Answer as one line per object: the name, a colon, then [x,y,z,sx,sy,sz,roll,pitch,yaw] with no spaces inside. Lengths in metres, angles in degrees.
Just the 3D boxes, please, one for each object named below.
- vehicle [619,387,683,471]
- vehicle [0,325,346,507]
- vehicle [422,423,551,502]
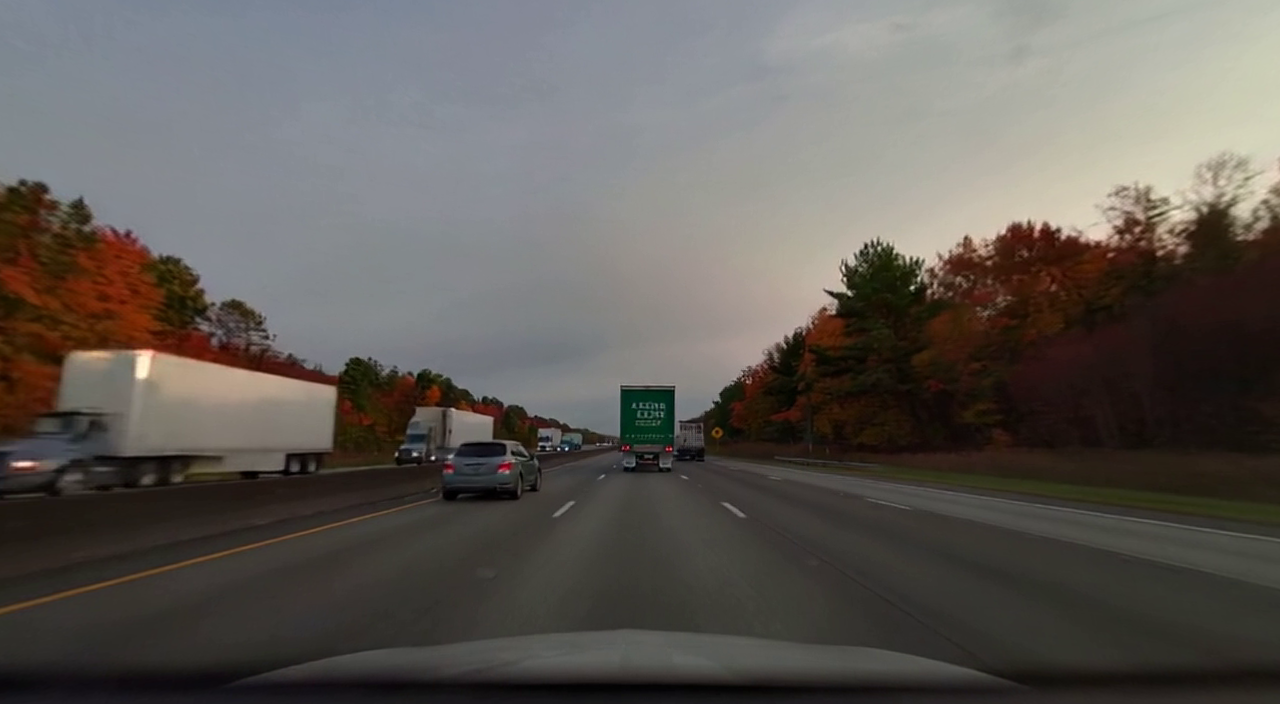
vehicle: [0.506,4.518,35.716,3.057,4.073,10.792,0,-9,0]
vehicle: [-15.808,2.648,22.871,3.300,4.600,14.107,0,-9,0]
vehicle: [-3.677,2.765,16.044,2.097,1.711,4.594,0,-9,1]
